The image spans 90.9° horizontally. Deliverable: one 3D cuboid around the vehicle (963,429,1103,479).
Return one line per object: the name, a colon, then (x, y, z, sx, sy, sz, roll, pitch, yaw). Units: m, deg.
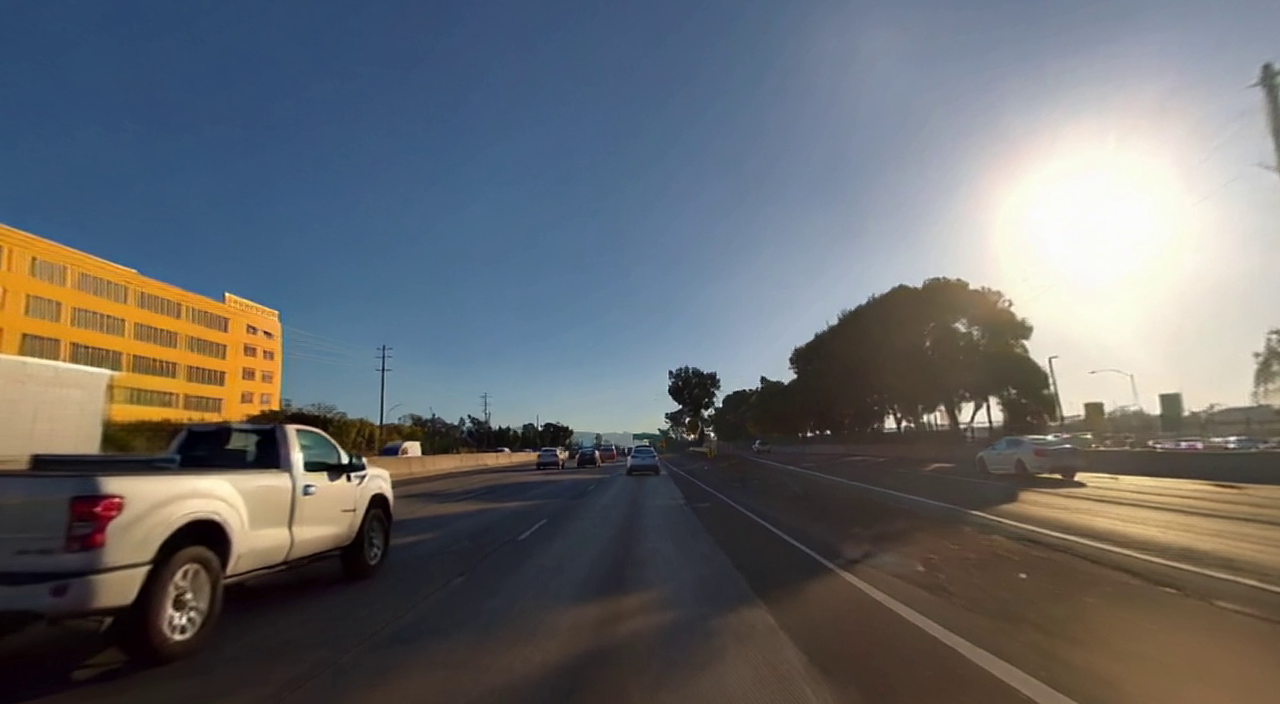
vehicle: (12.985, 3.416, 21.264, 1.966, 1.484, 4.610, -1, -8, 3)

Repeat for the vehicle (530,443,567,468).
vehicle: (-7.152, 8.152, 49.826, 2.106, 1.827, 4.814, 0, -8, 1)

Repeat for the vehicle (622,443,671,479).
vehicle: (0.286, 5.080, 29.642, 2.107, 1.538, 3.999, 0, -8, 0)

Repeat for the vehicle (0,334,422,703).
vehicle: (-3.886, 1.218, 5.243, 2.250, 1.872, 5.038, 0, -8, 1)

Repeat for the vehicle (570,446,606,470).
vehicle: (-3.505, 7.207, 43.256, 2.059, 1.508, 4.662, 0, -8, 0)
